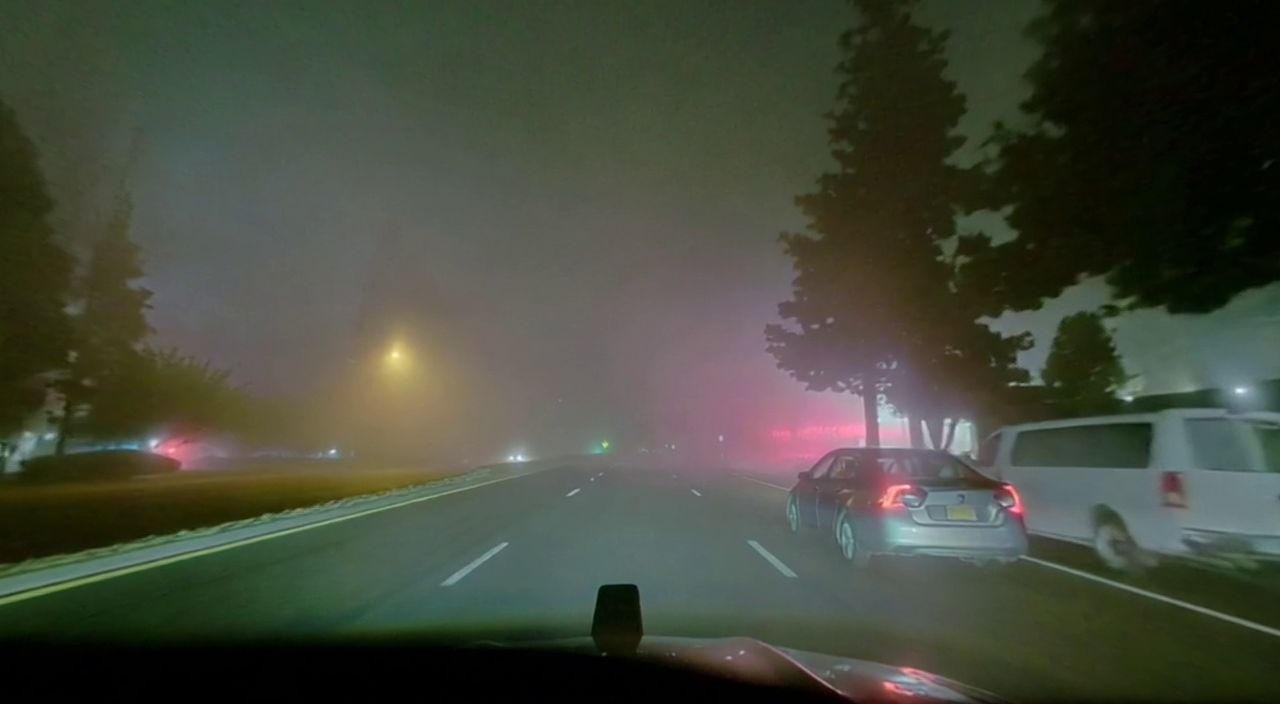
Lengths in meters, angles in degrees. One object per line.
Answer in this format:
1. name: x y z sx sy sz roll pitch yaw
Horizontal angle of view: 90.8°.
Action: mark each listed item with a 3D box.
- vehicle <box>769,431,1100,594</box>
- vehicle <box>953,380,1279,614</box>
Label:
1. vehicle: 3.193 1.821 8.150 2.004 1.470 4.544 0 -8 -1
2. vehicle: 6.799 1.691 8.432 2.311 2.085 5.422 0 -8 -1
